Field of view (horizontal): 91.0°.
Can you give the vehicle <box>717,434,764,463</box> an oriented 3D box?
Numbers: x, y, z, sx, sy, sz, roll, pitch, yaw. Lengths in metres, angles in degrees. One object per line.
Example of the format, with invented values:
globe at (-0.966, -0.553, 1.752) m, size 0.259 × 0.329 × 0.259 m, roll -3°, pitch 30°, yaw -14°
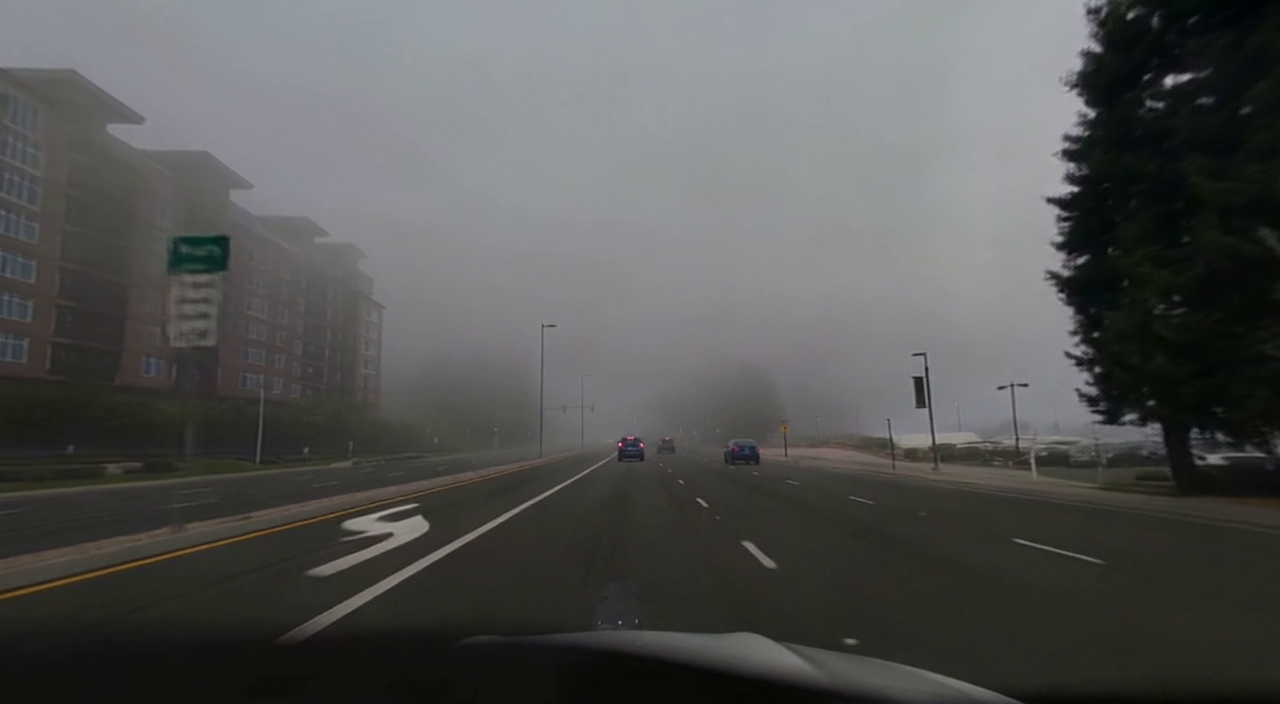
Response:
vehicle at (6.600, 6.423, 41.778) m, size 2.136 × 1.799 × 4.796 m, roll 1°, pitch -9°, yaw -2°
